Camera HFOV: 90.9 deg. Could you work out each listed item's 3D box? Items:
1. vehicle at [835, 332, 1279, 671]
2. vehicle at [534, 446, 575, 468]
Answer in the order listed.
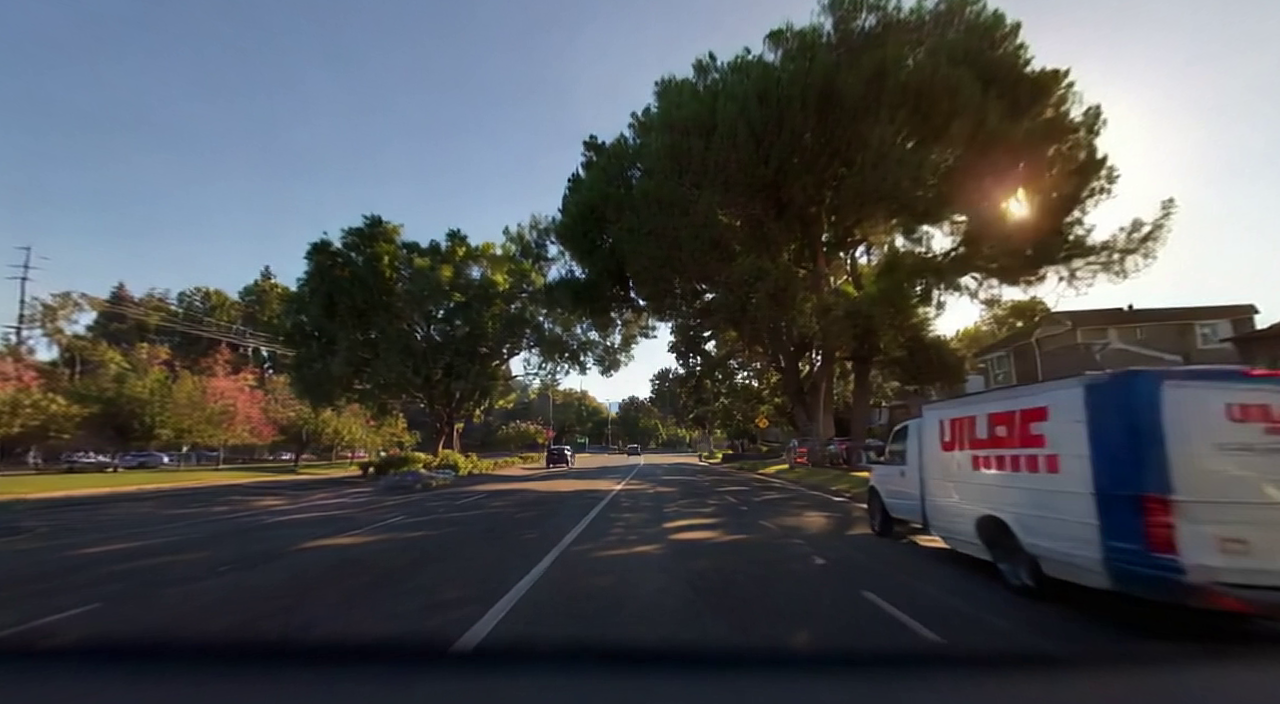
[{"bbox_3d":[4.543,1.357,7.102,2.695,2.013,6.661,0,-8,1],"label":"vehicle"},{"bbox_3d":[-5.883,7.263,43.825,2.060,1.473,4.645,0,-8,1],"label":"vehicle"}]
